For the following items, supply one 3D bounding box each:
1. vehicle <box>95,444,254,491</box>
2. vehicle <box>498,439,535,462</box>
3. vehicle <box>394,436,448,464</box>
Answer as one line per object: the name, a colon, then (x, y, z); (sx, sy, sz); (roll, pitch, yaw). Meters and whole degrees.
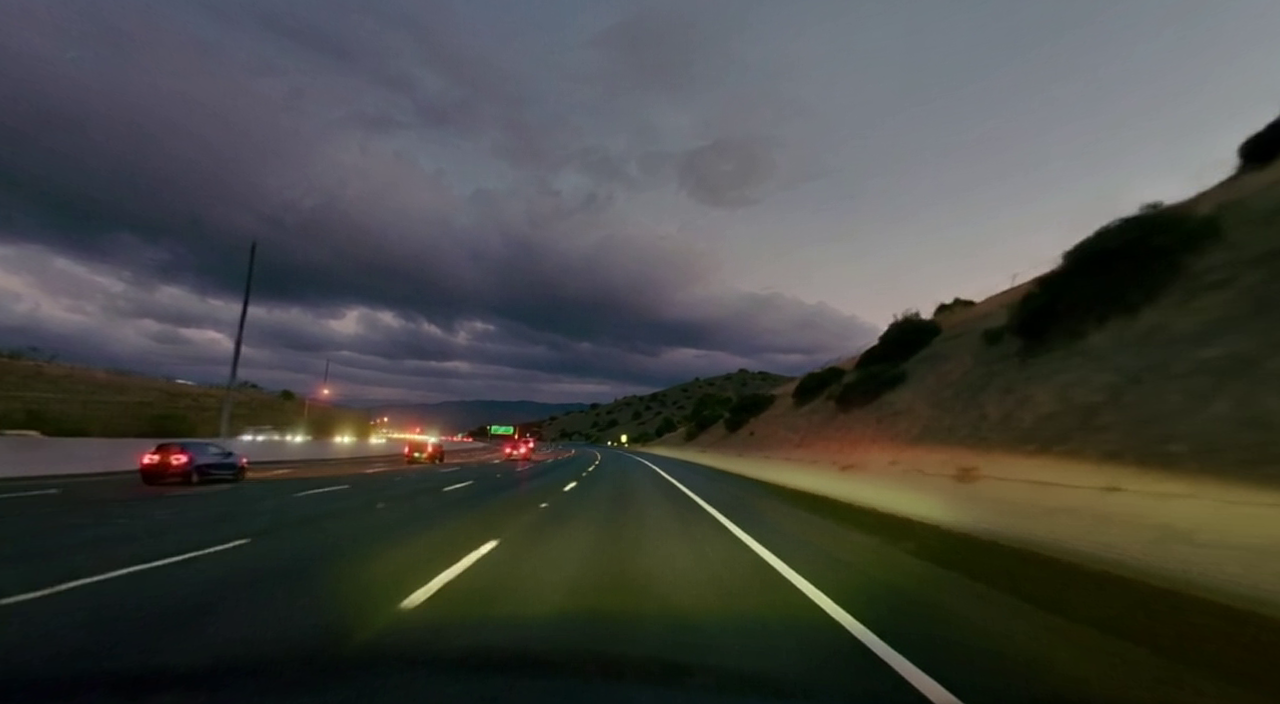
vehicle: (-15.531, 3.842, 21.472); (1.955, 1.429, 4.575); (0, -8, -1)
vehicle: (-9.563, 7.636, 49.138); (2.104, 1.715, 4.319); (0, -8, -2)
vehicle: (-16.107, 7.216, 46.757); (2.240, 1.953, 5.452); (0, -8, -2)
